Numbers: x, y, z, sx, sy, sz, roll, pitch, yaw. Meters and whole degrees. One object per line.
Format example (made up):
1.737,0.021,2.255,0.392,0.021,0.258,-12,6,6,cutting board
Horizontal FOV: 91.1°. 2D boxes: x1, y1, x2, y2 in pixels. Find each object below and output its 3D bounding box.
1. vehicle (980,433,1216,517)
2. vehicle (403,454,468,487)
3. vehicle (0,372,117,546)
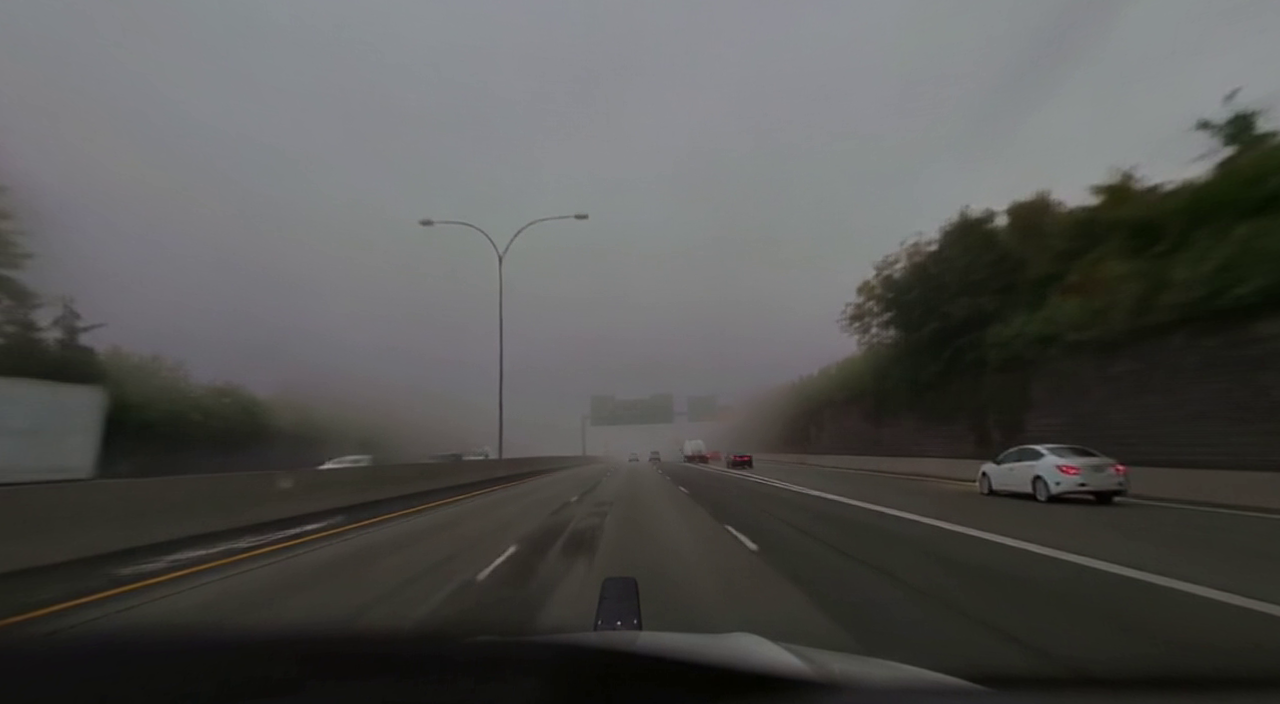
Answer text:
10.433,2.823,14.952,1.950,1.632,4.845,0,-9,0,vehicle
-10.217,5.943,31.764,1.913,1.474,4.284,0,-9,-1,vehicle
-16.252,2.348,13.753,3.138,3.947,7.349,0,-8,-1,vehicle
